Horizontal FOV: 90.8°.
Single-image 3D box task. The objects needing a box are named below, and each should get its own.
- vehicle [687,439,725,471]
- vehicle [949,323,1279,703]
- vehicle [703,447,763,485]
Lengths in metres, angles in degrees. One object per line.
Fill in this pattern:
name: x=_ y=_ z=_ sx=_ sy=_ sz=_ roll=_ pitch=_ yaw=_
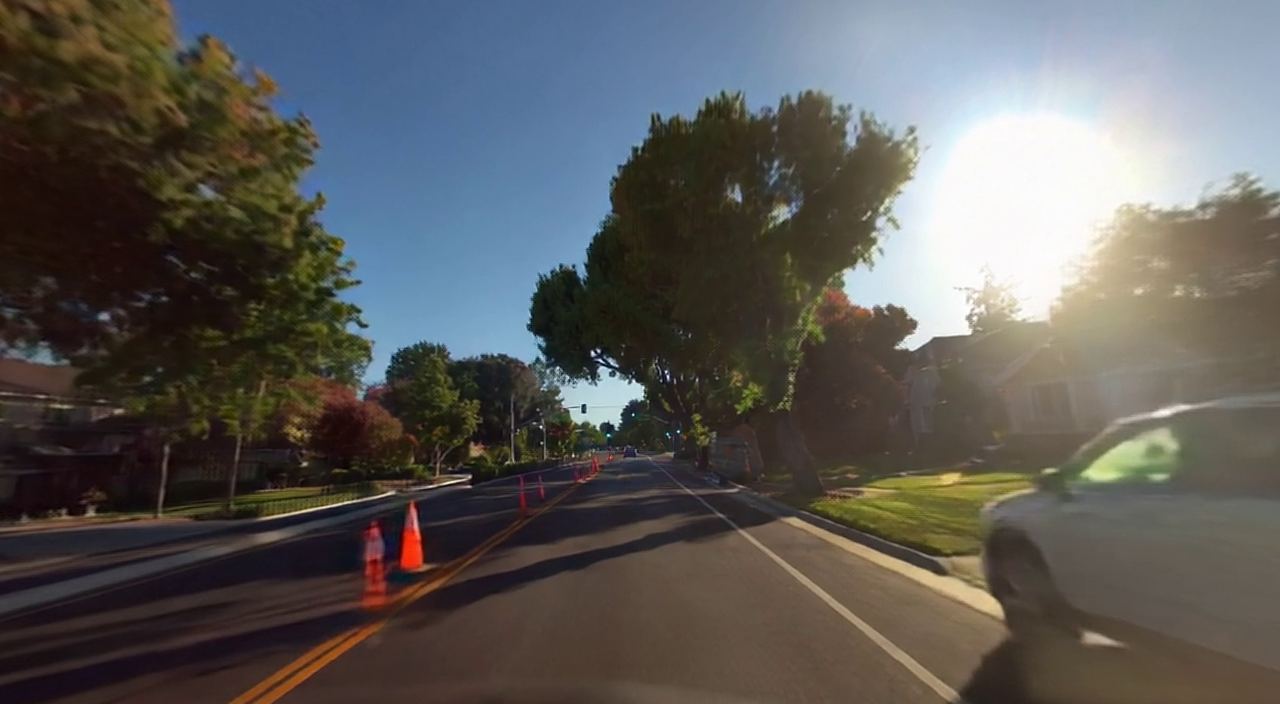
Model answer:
vehicle: x=4.139 y=6.529 z=40.227 sx=2.241 sy=1.935 sz=3.270 roll=-1 pitch=-9 yaw=4
vehicle: x=4.107 y=0.873 z=3.261 sx=2.255 sy=1.914 sz=4.967 roll=0 pitch=-9 yaw=-3
vehicle: x=3.813 y=4.722 z=26.585 sx=1.870 sy=1.441 sz=4.539 roll=0 pitch=-9 yaw=1
